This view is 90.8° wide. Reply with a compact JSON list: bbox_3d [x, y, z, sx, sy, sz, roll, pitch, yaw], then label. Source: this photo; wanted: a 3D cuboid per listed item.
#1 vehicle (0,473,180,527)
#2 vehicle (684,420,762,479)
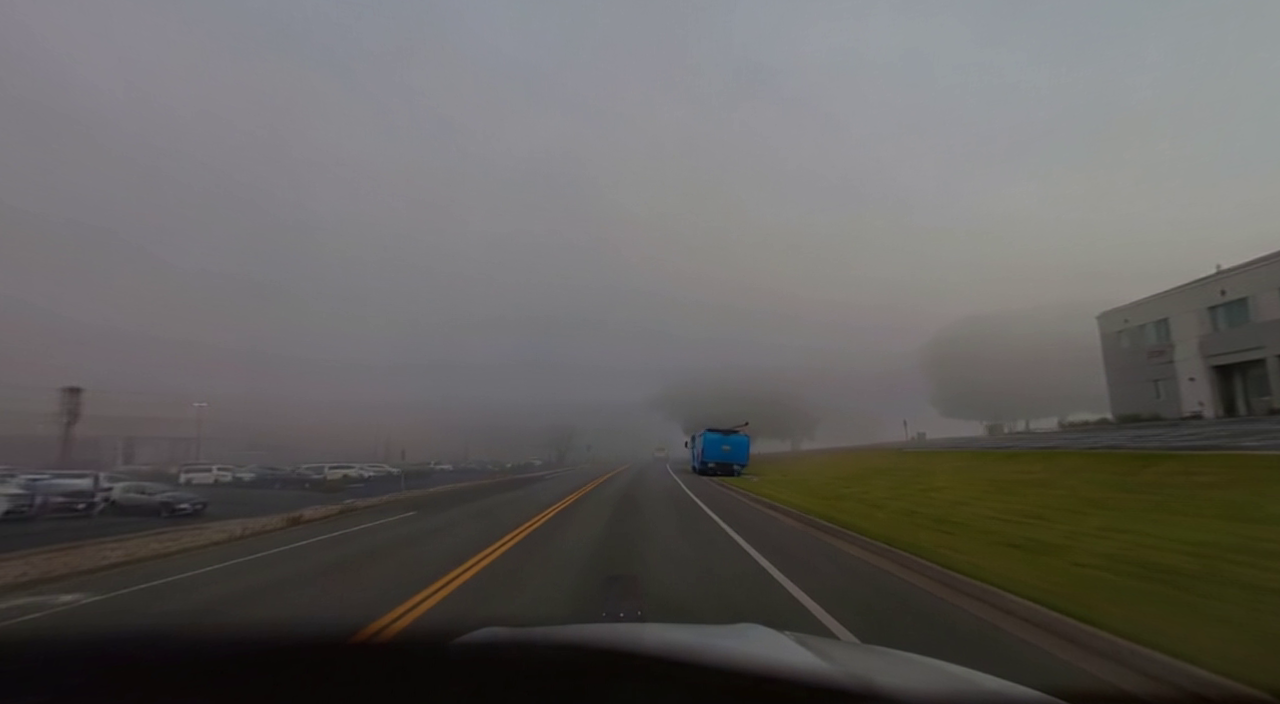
[{"bbox_3d":[-22.330,5.967,25.957,2.233,1.709,5.161,-3,-9,16],"label":"vehicle"},{"bbox_3d":[4.691,5.845,38.142,3.282,3.067,10.181,0,-9,0],"label":"vehicle"}]
